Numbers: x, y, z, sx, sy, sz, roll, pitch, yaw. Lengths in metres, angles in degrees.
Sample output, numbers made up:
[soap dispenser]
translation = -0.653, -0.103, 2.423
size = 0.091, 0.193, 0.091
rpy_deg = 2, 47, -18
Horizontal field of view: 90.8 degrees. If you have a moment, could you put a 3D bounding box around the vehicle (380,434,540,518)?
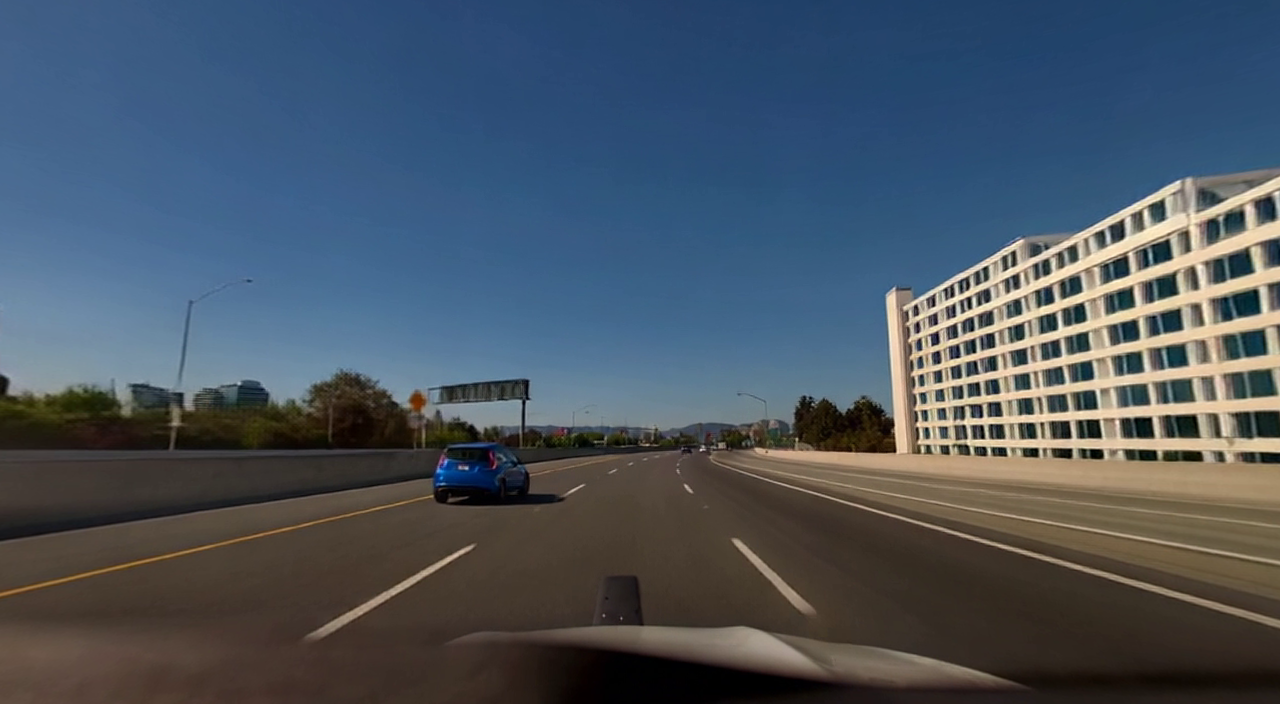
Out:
[vehicle]
translation = -3.790, 2.709, 14.360
size = 2.087, 1.566, 4.756
rpy_deg = -1, -9, 2
